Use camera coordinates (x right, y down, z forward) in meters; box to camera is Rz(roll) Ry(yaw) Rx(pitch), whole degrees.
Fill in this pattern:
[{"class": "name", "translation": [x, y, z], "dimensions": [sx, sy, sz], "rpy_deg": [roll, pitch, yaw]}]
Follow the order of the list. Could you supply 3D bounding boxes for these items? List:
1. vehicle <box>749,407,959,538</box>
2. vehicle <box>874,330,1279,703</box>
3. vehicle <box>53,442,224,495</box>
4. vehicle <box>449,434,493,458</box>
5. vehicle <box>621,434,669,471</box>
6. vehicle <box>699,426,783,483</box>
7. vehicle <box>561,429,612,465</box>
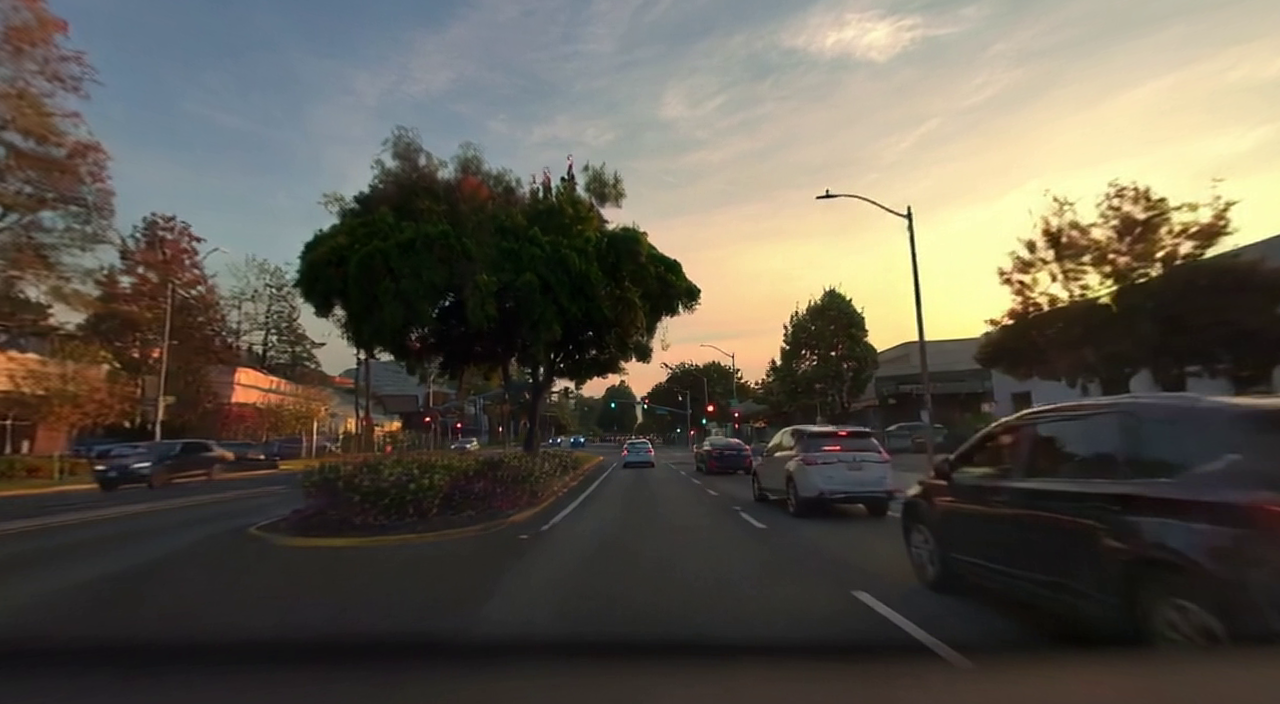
[{"class": "vehicle", "translation": [3.245, 1.933, 10.704], "dimensions": [1.963, 1.736, 4.374], "rpy_deg": [0, -8, -1]}, {"class": "vehicle", "translation": [3.269, 1.019, 3.826], "dimensions": [2.037, 1.673, 4.844], "rpy_deg": [-1, -8, 3]}, {"class": "vehicle", "translation": [-15.378, 3.556, 19.734], "dimensions": [1.846, 1.433, 4.274], "rpy_deg": [0, -8, 0]}, {"class": "vehicle", "translation": [-13.032, 7.287, 49.034], "dimensions": [2.162, 1.777, 4.587], "rpy_deg": [0, -8, 0]}, {"class": "vehicle", "translation": [0.168, 4.584, 28.998], "dimensions": [2.023, 1.532, 3.891], "rpy_deg": [0, -8, -1]}, {"class": "vehicle", "translation": [3.323, 3.474, 21.699], "dimensions": [2.082, 1.727, 4.338], "rpy_deg": [0, -8, -1]}, {"class": "vehicle", "translation": [-2.853, 5.222, 34.729], "dimensions": [2.280, 1.810, 4.903], "rpy_deg": [0, -8, 1]}]
